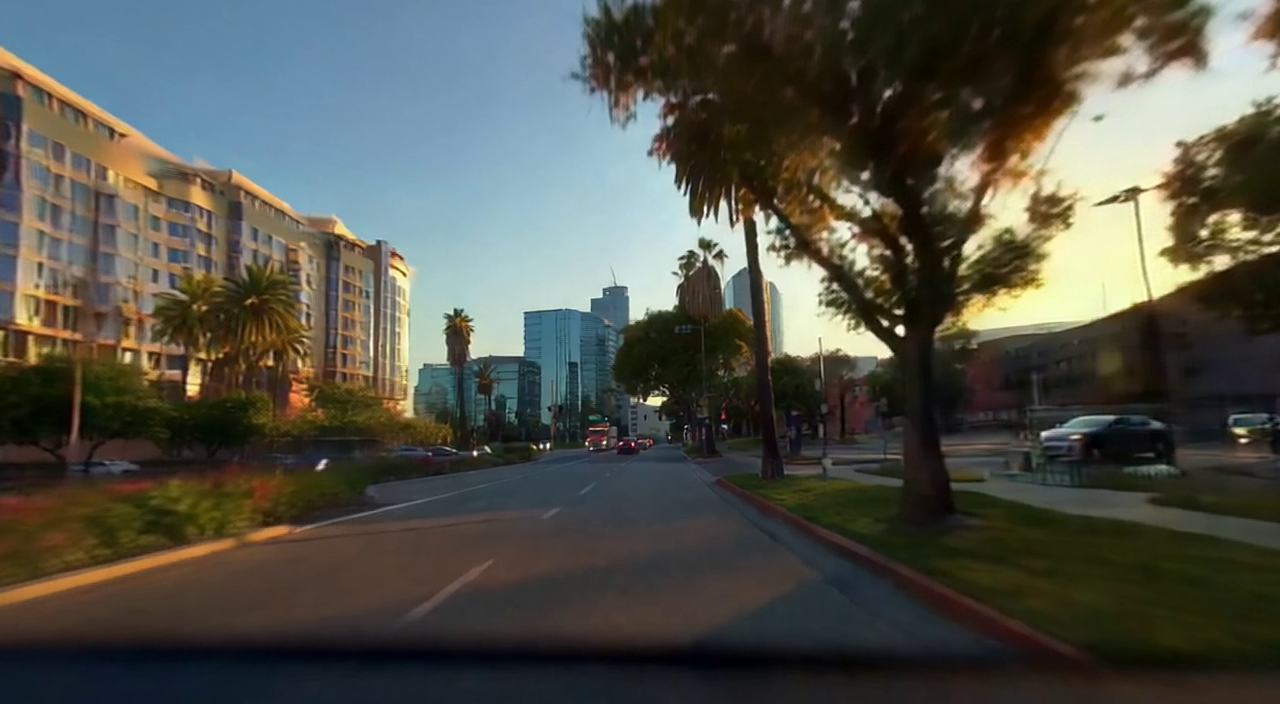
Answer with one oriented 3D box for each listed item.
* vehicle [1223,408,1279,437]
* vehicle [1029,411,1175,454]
[{"bbox_3d":[36.785,4.143,36.480,1.794,1.535,4.466,-1,-8,6],"label":"vehicle"},{"bbox_3d":[16.391,2.868,22.386,3.945,1.463,1.684,0,-8,-5],"label":"vehicle"}]
